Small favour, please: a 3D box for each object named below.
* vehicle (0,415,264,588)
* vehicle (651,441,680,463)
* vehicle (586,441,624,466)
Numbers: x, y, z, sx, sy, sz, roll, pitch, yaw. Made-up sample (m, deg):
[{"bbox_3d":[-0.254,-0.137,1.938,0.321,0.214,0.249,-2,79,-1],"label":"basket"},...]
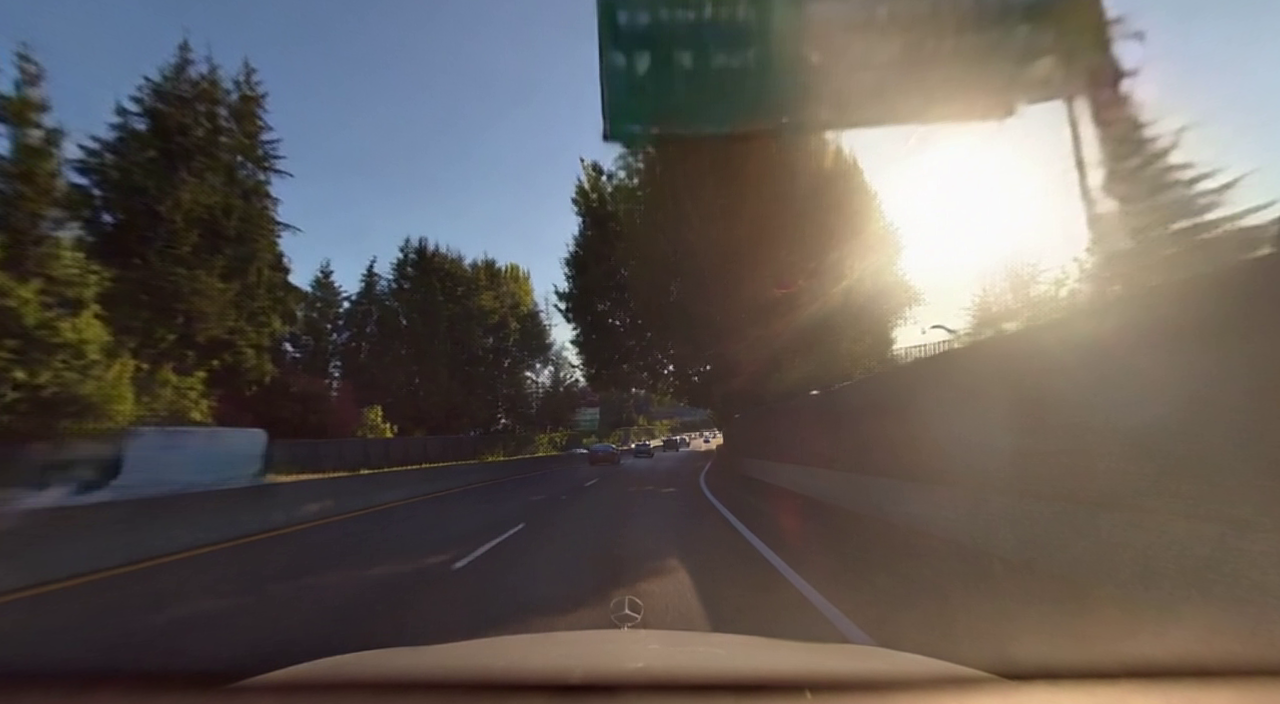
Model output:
[{"bbox_3d":[-10.855,2.652,12.174,2.476,2.598,7.227,0,-8,2],"label":"vehicle"},{"bbox_3d":[1.984,7.614,48.079,2.077,1.533,3.854,-1,-8,4],"label":"vehicle"},{"bbox_3d":[-2.221,6.627,41.220,1.985,1.518,3.847,-1,-8,4],"label":"vehicle"}]
